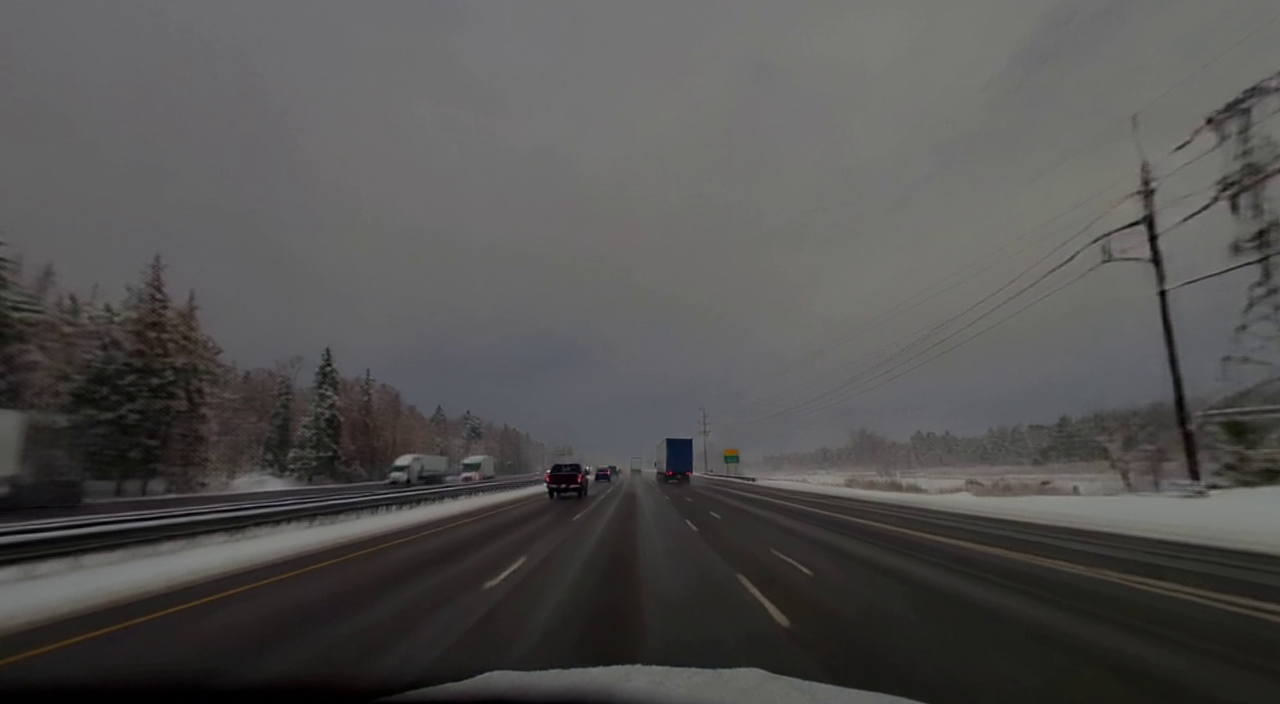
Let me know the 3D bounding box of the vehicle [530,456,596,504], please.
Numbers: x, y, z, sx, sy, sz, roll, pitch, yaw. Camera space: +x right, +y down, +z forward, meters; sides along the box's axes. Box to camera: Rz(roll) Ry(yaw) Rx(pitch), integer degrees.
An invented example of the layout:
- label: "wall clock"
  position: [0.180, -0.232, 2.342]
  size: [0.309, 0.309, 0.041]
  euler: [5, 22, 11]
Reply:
- label: "vehicle"
  position: [-2.991, 5.116, 25.354]
  size: [2.065, 1.722, 4.441]
  euler: [1, -11, 0]
